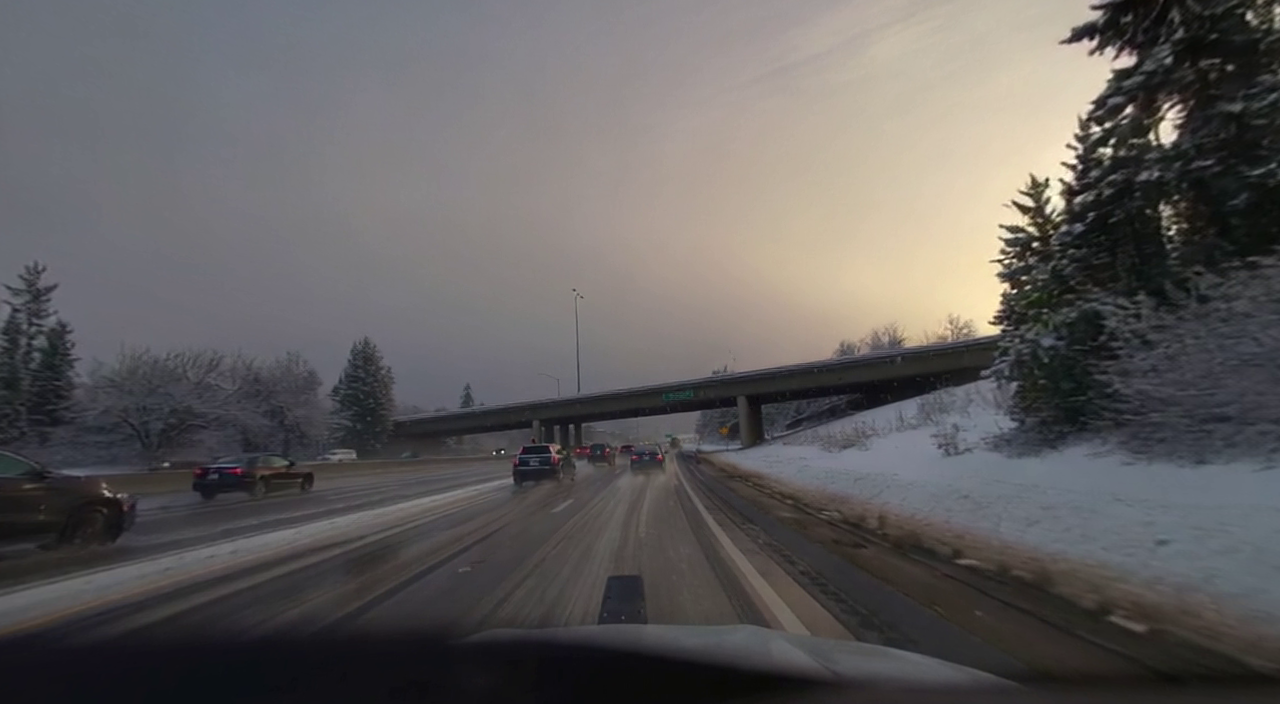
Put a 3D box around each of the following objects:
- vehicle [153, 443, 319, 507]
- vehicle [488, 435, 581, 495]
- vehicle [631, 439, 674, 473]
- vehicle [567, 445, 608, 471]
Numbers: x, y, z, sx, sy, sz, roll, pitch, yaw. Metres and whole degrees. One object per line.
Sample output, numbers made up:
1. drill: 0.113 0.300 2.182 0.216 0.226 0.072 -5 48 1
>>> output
1. vehicle: -11.716 3.539 18.643 1.954 1.640 4.339 0 -8 1
2. vehicle: -3.335 3.672 20.821 2.161 1.759 4.482 0 -8 2
3. vehicle: 0.700 5.560 33.695 2.160 1.678 4.178 0 -8 2
4. vehicle: -3.230 6.593 39.169 1.997 1.490 4.471 0 -8 2
